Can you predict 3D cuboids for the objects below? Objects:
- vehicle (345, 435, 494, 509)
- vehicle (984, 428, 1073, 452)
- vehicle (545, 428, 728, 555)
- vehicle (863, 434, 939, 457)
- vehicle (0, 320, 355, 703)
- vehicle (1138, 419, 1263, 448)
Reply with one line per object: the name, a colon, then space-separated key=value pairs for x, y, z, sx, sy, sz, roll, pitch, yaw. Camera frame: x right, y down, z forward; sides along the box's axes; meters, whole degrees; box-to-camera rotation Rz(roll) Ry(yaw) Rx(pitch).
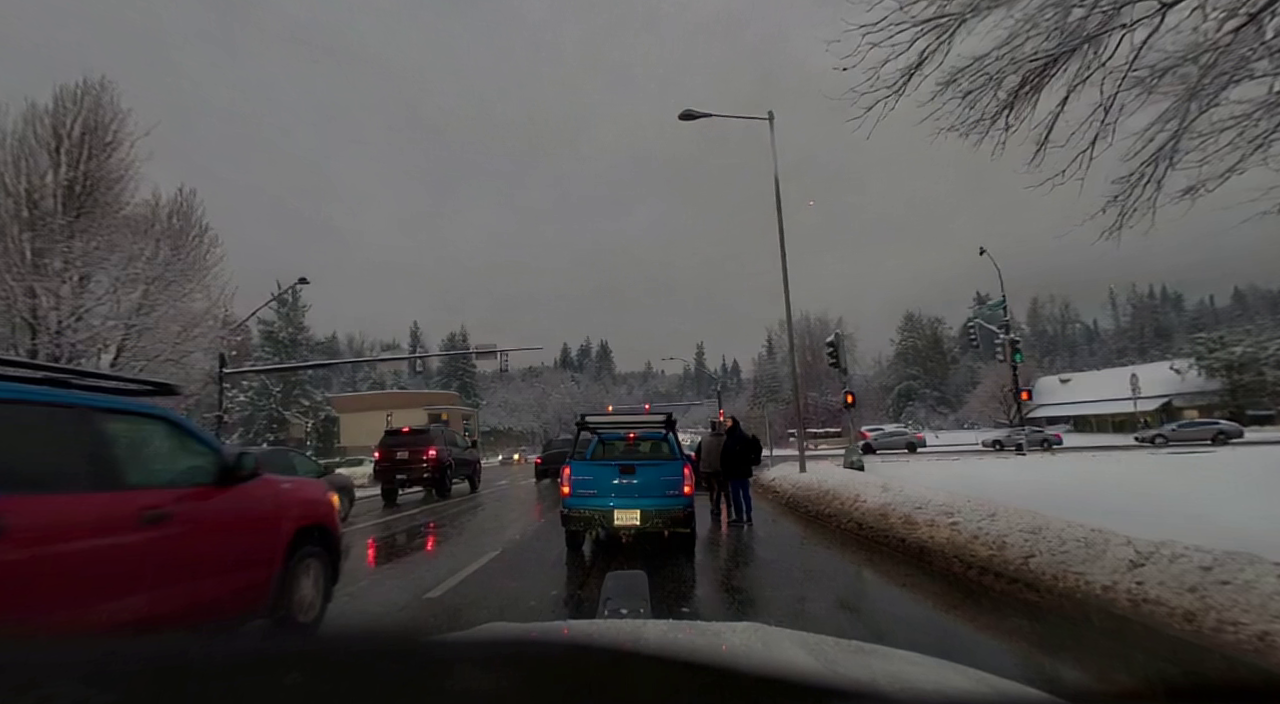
vehicle: x=-6.132 y=3.406 z=18.347 sx=2.230 sy=1.811 sz=5.183 roll=-1 pitch=-9 yaw=3
vehicle: x=23.851 y=5.454 z=38.706 sx=4.454 sy=1.440 sz=1.816 roll=-5 pitch=-10 yaw=30
vehicle: x=-0.031 y=1.992 z=9.632 sx=2.182 sy=1.501 sz=4.150 roll=0 pitch=-9 yaw=0
vehicle: x=17.509 y=6.262 z=42.120 sx=4.441 sy=1.452 sz=1.798 roll=-5 pitch=-10 yaw=30
vehicle: x=-3.555 y=0.843 z=2.679 sx=2.223 sy=1.826 sz=4.990 roll=0 pitch=-9 yaw=1
vehicle: x=30.719 y=4.546 z=34.625 sx=4.739 sy=1.472 sz=1.804 roll=-5 pitch=-10 yaw=29
